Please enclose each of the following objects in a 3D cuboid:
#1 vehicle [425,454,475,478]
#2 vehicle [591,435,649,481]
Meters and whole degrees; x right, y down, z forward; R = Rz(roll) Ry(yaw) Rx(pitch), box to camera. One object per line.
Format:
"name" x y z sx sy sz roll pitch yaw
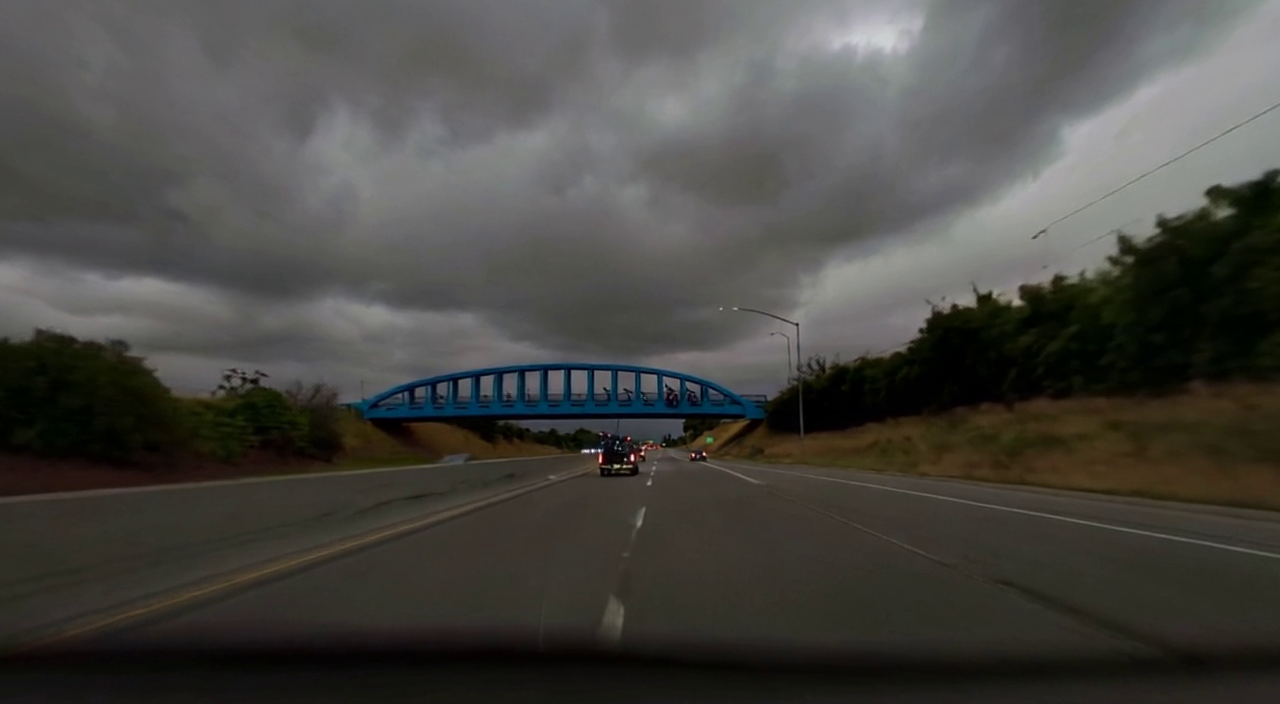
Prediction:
"vehicle" -12.965 7.787 43.301 1.892 1.494 4.499 -1 -9 2
"vehicle" -0.826 4.941 29.641 2.369 1.948 5.343 -1 -9 2
